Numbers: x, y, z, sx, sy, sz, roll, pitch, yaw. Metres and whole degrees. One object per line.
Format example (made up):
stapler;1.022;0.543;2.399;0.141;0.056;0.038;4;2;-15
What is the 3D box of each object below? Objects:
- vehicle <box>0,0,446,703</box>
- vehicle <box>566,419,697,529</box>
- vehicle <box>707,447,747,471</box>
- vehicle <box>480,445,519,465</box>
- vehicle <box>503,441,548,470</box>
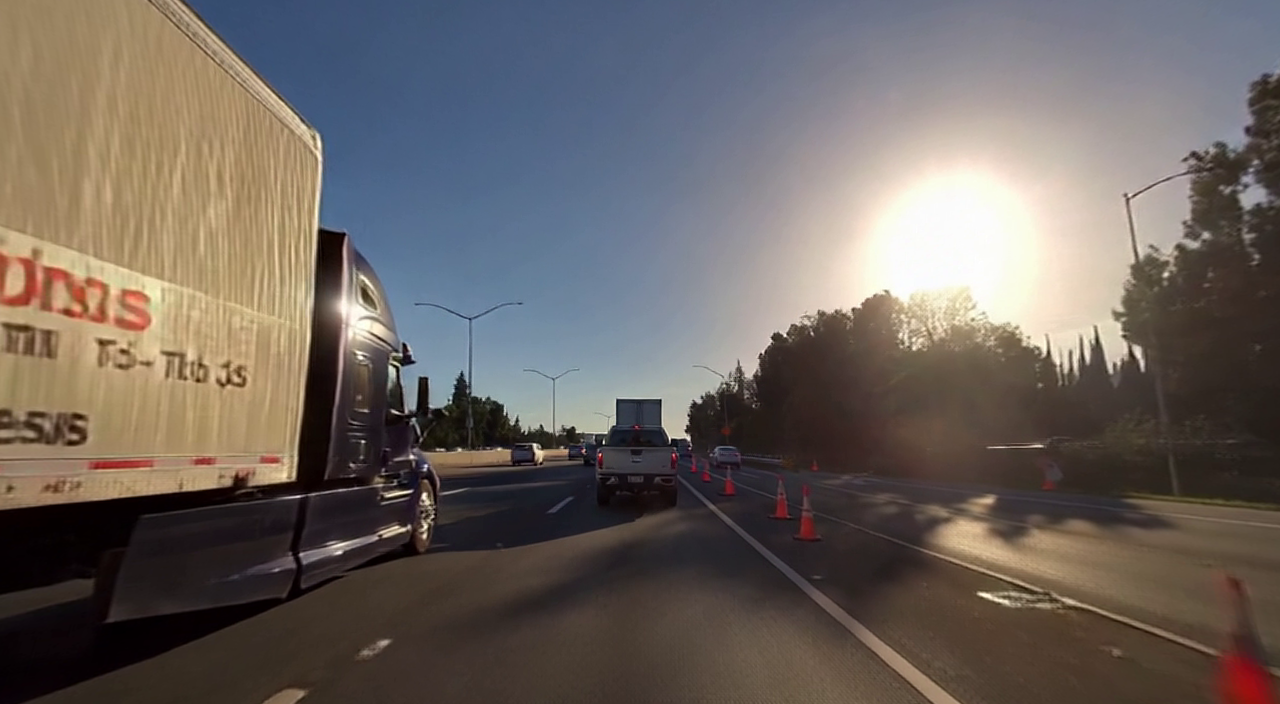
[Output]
vehicle;-3.827;0.043;3.036;2.990;3.885;8.243;0;-9;1
vehicle;-0.155;2.310;12.394;2.152;1.779;3.924;0;-9;0
vehicle;5.615;6.966;41.289;1.918;1.479;4.571;0;-9;-1
vehicle;-11.019;8.091;49.647;1.985;1.496;4.583;0;-9;0
vehicle;-7.091;6.473;39.537;1.950;1.716;4.436;0;-9;1
